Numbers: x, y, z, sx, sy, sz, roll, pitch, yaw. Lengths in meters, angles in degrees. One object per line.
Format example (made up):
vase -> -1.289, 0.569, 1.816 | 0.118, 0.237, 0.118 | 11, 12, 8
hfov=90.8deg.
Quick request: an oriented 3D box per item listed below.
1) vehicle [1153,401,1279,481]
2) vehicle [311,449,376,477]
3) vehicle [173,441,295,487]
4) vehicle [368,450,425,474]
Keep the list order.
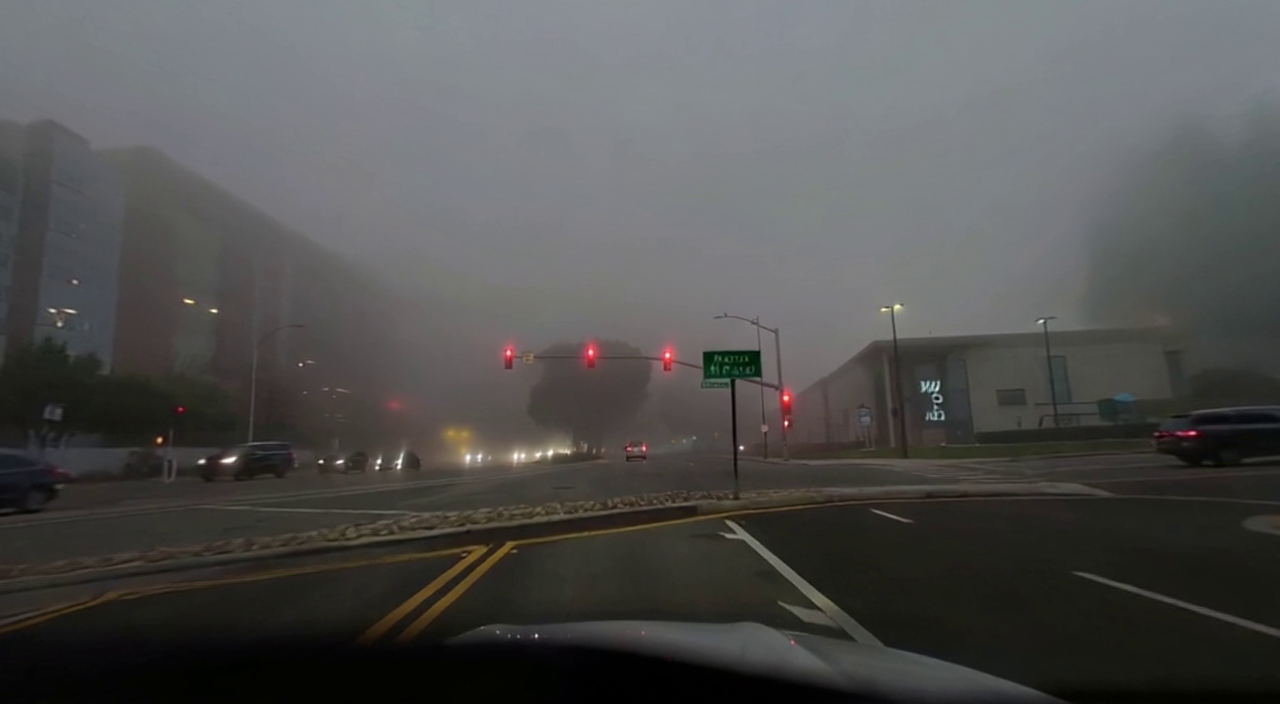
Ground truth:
vehicle -> 17.343, 2.319, 17.199 | 4.709, 1.920, 2.166 | -4, -8, -1
vehicle -> -19.666, 7.338, 42.190 | 2.093, 1.654, 4.601 | -2, -8, 0
vehicle -> -19.899, 5.473, 31.348 | 2.380, 1.963, 5.458 | -2, -8, 1
vehicle -> -16.304, 7.353, 42.570 | 1.922, 1.448, 4.702 | -1, -8, 1
